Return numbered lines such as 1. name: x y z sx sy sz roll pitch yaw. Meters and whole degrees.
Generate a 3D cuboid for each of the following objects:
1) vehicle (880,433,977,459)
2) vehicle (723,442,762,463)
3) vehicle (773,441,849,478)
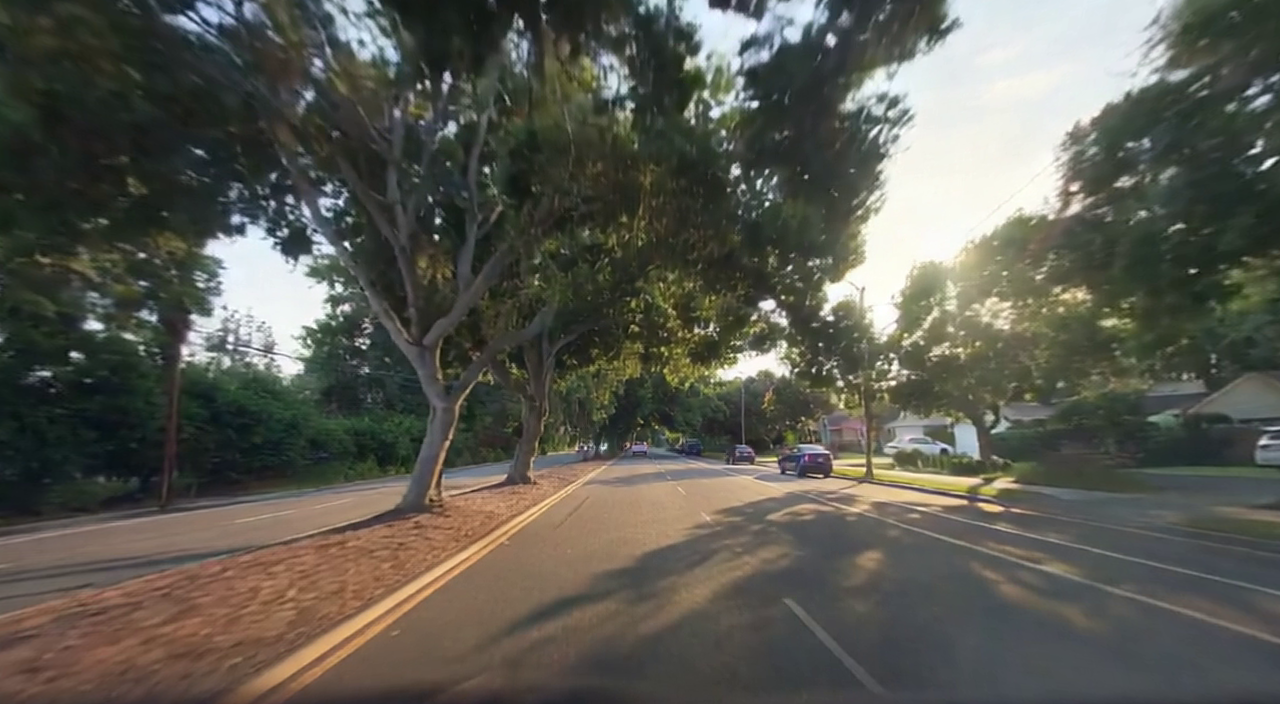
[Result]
1. vehicle: 17.637 5.772 38.815 4.793 1.537 2.353 1 -8 -5
2. vehicle: 7.367 7.240 45.756 1.967 1.449 4.645 0 -8 -1
3. vehicle: 7.265 4.597 27.329 2.010 1.469 4.548 0 -8 0
